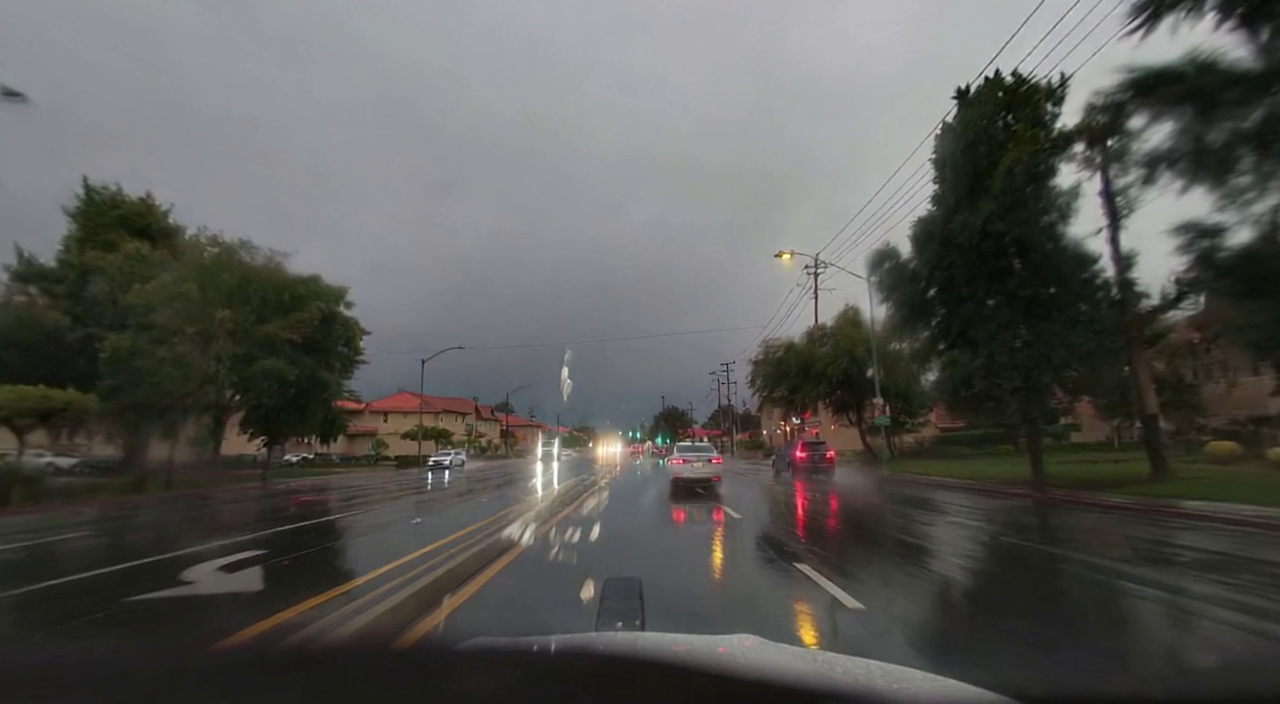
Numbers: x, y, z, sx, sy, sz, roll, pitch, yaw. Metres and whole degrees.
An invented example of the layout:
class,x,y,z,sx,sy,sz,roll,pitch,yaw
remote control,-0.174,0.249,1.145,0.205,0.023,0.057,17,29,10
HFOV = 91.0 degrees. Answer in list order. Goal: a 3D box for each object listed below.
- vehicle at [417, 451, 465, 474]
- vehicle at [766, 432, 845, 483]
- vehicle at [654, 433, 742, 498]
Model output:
class,x,y,z,sx,sy,sz,roll,pitch,yaw
vehicle,-14.567,8.089,46.310,1.980,1.513,4.583,0,-9,1
vehicle,6.661,4.297,25.916,2.061,1.889,4.268,0,-9,0
vehicle,1.612,3.361,18.969,2.138,1.702,4.168,0,-9,-1
